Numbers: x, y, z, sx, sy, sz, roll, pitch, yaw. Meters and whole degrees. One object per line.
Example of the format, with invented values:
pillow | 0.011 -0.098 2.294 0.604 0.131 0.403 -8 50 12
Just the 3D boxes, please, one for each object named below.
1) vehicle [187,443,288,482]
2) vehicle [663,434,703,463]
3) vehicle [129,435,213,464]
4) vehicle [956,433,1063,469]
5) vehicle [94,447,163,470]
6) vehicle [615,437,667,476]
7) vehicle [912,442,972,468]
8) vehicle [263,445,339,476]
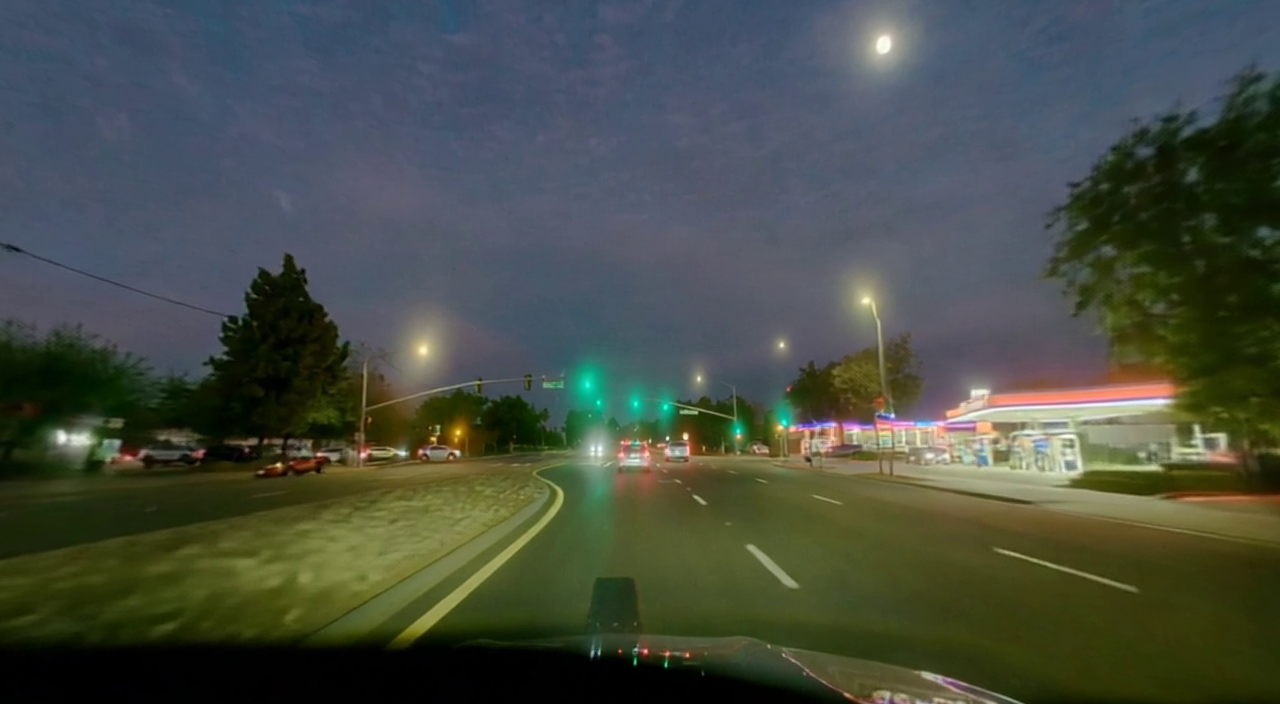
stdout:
vehicle | -19.163 5.265 30.220 1.967 1.680 4.396 -1 -9 -1
vehicle | 3.348 7.663 49.994 2.731 2.101 6.047 0 -8 0
vehicle | -34.583 7.216 46.605 2.255 1.981 5.020 0 -9 1
vehicle | 20.437 5.544 35.255 2.254 1.804 5.953 -1 -9 -1
vehicle | -37.402 7.774 46.105 1.792 1.596 3.794 0 -9 0
vehicle | 0.025 4.592 27.888 2.145 1.572 4.021 0 -8 -1
vehicle | 20.270 6.904 42.432 1.950 1.519 4.860 -4 -9 5
vehicle | -19.143 6.117 35.752 1.920 1.638 4.299 0 -8 0
